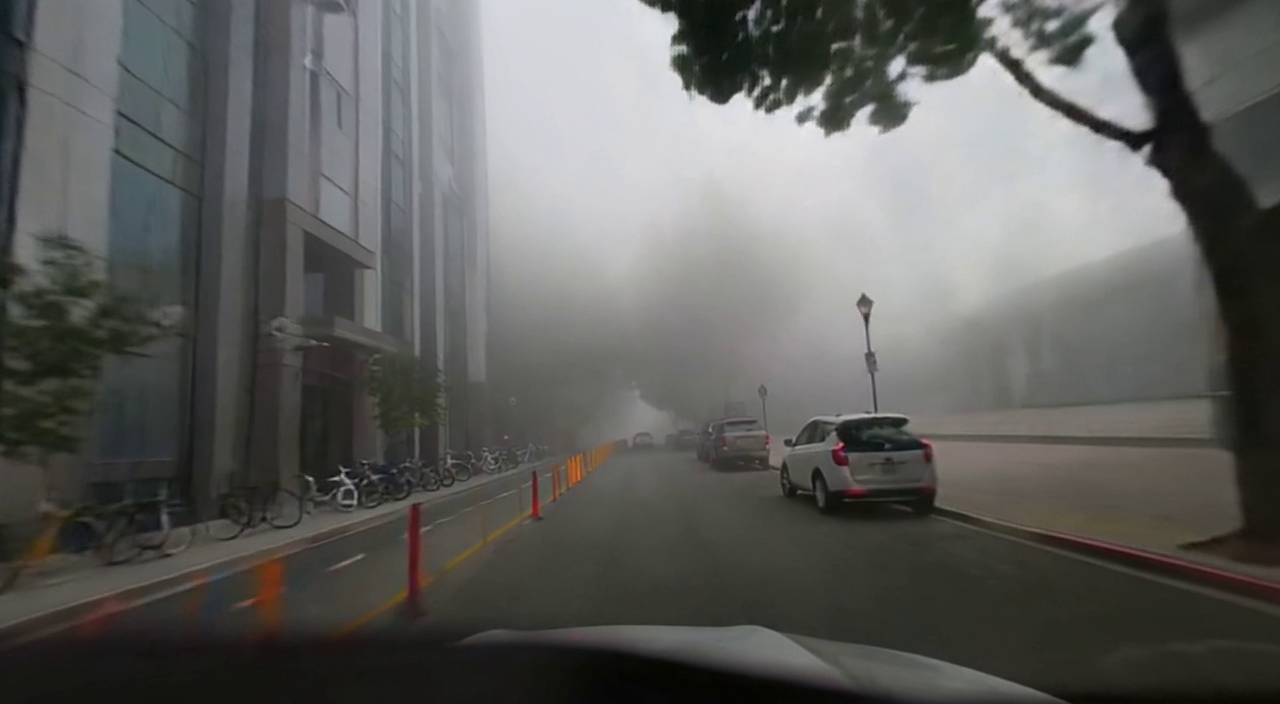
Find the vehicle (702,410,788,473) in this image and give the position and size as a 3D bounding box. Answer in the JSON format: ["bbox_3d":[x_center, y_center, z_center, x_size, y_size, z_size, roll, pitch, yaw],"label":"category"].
[{"bbox_3d":[3.444,3.053,21.714,2.127,1.864,4.892,-1,-8,0],"label":"vehicle"}]

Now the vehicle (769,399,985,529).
[{"bbox_3d":[3.784,1.854,11.080,1.999,1.769,4.191,-1,-7,-2],"label":"vehicle"}]
